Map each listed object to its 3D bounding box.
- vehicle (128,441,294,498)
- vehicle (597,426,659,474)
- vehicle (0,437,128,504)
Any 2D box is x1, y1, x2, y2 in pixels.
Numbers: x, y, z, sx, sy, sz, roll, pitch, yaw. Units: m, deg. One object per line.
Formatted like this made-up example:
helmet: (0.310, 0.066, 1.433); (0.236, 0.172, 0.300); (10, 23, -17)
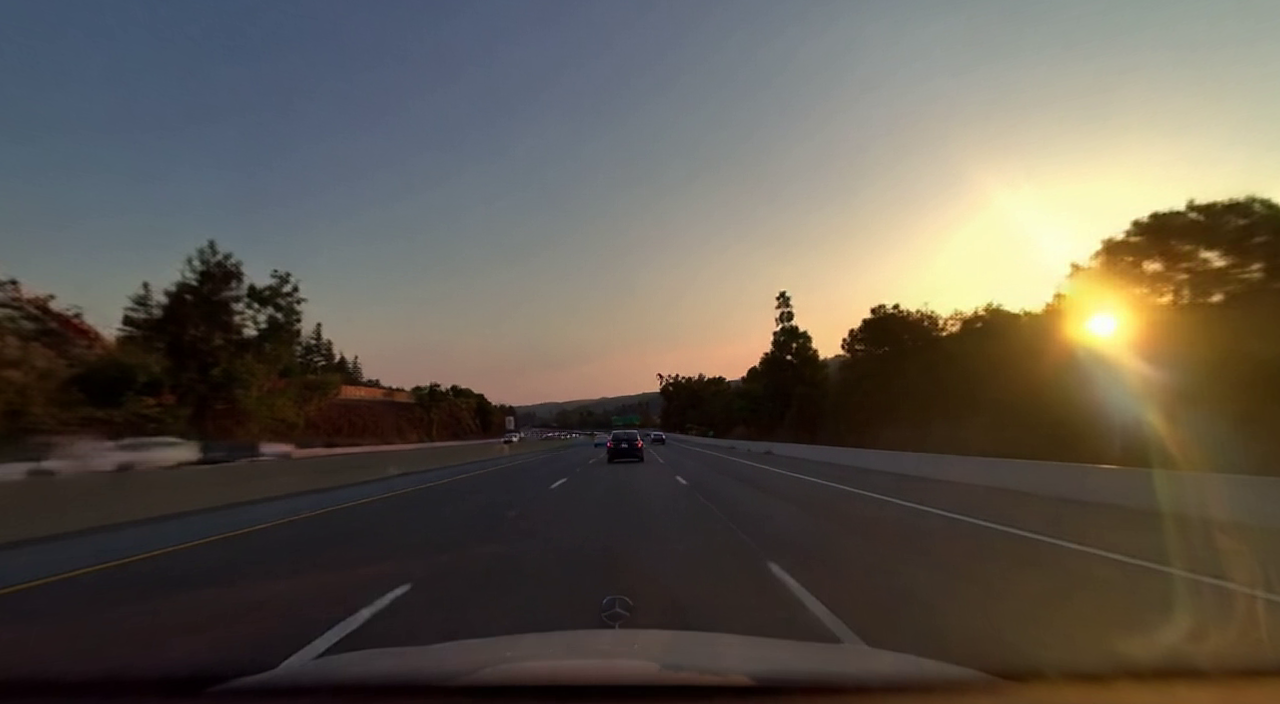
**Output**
vehicle: (-12.561, 3.413, 18.875); (1.907, 1.444, 4.397); (0, -8, -1)
vehicle: (-0.426, 3.561, 23.079); (2.094, 1.600, 3.666); (0, -8, -1)
vehicle: (-16.273, 3.044, 16.666); (2.034, 1.584, 4.118); (0, -8, -1)
